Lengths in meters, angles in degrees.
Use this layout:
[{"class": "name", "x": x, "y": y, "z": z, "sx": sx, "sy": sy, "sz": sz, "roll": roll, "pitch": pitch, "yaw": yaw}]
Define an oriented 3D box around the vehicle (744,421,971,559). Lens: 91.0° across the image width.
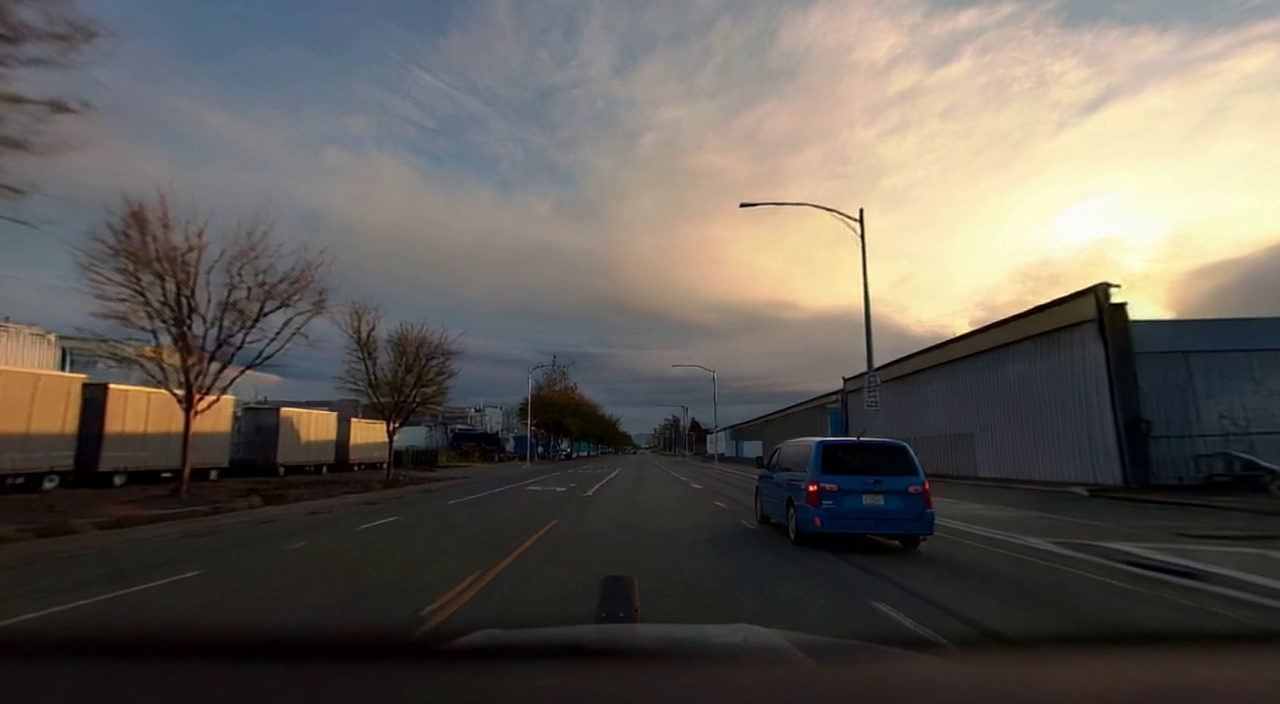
[{"class": "vehicle", "x": 3.337, "y": 2.235, "z": 10.966, "sx": 2.202, "sy": 1.822, "sz": 4.826, "roll": 0, "pitch": -9, "yaw": 0}]
